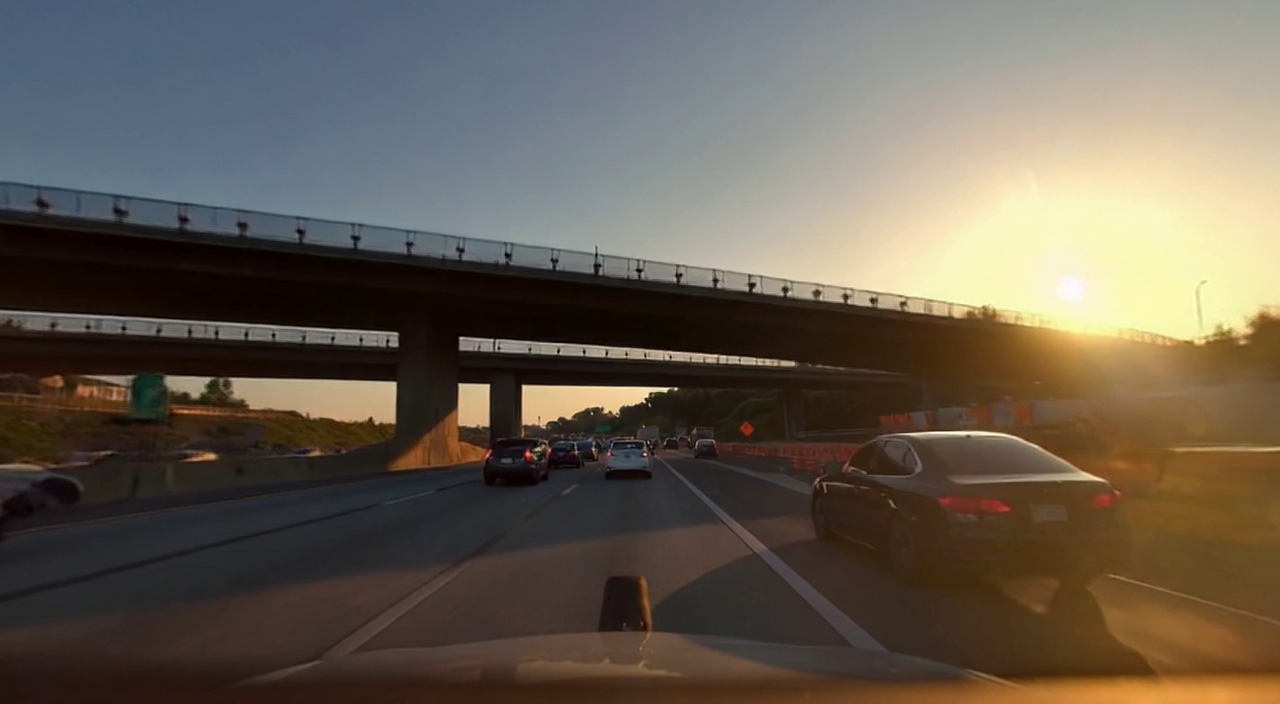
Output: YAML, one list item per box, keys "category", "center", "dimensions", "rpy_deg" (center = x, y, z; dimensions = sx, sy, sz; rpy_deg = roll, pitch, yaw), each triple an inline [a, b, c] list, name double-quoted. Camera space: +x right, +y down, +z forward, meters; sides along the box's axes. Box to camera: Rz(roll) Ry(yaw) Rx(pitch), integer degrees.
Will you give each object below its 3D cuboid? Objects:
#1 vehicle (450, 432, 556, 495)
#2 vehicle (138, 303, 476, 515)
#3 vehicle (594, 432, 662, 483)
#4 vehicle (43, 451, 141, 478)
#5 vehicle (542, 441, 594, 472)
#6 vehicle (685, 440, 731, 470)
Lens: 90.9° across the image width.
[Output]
- category: "vehicle"
  center: [-3.940, 3.292, 18.951]
  dimensions: [2.124, 1.639, 4.344]
  rpy_deg: [0, -8, 1]
- category: "vehicle"
  center: [-7.457, 1.785, 16.888]
  dimensions: [2.959, 3.886, 10.574]
  rpy_deg: [-1, -8, 2]
- category: "vehicle"
  center: [-0.393, 3.803, 23.000]
  dimensions: [2.270, 1.696, 4.061]
  rpy_deg: [0, -8, 0]
- category: "vehicle"
  center: [-34.214, 6.989, 39.572]
  dimensions: [1.909, 1.546, 4.726]
  rpy_deg: [0, -8, 0]
- category: "vehicle"
  center: [-3.685, 5.425, 33.001]
  dimensions: [2.141, 1.455, 4.447]
  rpy_deg: [0, -8, 1]
- category: "vehicle"
  center: [3.572, 5.478, 33.816]
  dimensions: [2.003, 1.465, 4.092]
  rpy_deg: [0, -8, -1]
